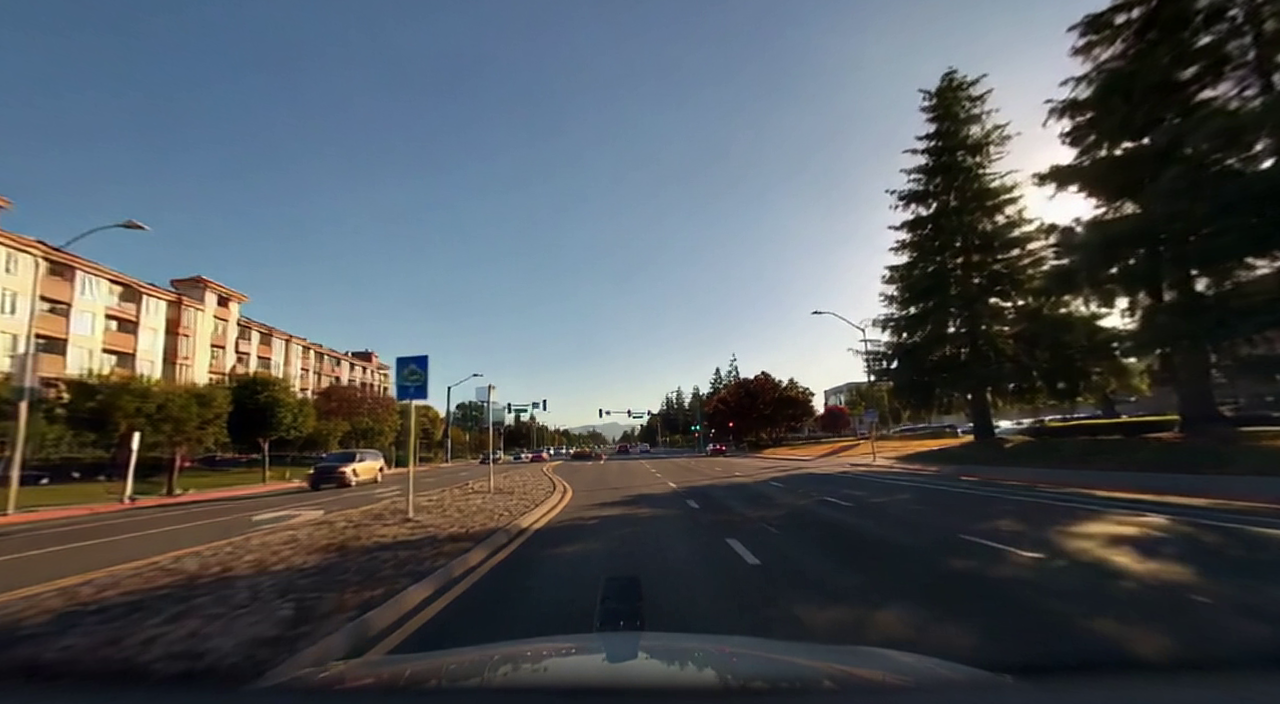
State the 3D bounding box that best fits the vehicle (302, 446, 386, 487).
[{"bbox_3d":[-14.710,5.704,31.777,2.038,1.857,5.078,0,-9,-4],"label":"vehicle"}]
